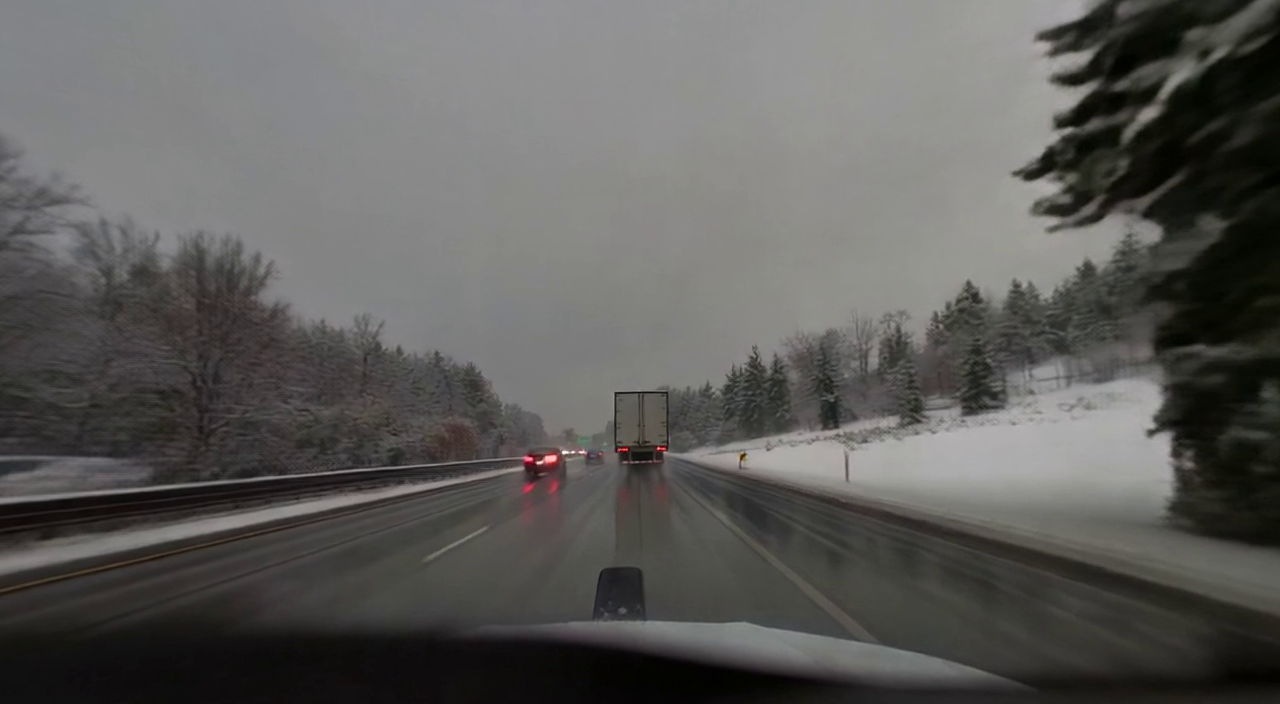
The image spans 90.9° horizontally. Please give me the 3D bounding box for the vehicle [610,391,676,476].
[{"bbox_3d":[0.068,4.434,33.350,2.959,3.828,9.617,0,-9,-1],"label":"vehicle"}]

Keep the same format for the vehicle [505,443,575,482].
[{"bbox_3d":[-4.174,4.728,27.150,2.206,1.478,4.824,0,-9,1],"label":"vehicle"}]
